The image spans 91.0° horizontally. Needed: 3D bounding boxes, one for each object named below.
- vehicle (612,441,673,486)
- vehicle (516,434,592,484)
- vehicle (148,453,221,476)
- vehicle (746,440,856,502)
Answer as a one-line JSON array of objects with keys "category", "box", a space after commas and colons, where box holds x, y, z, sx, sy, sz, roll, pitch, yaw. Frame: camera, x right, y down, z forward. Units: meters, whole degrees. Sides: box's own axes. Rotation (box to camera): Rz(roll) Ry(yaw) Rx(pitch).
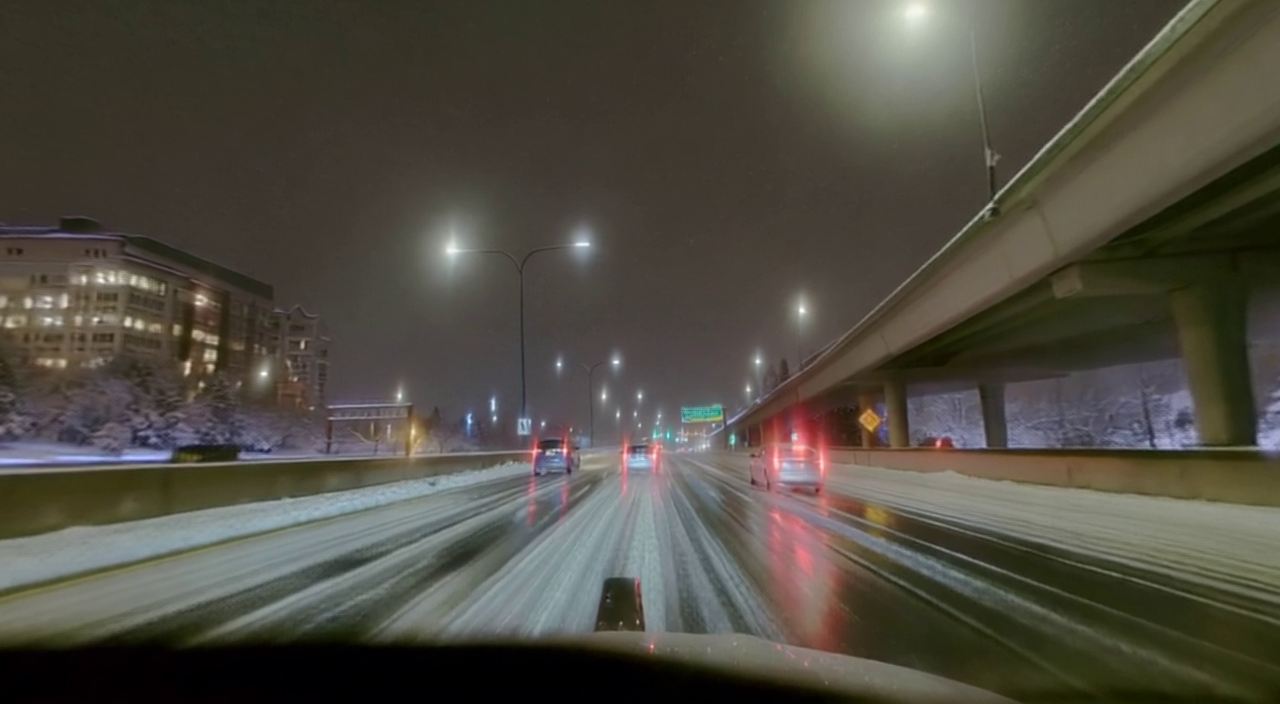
[{"category": "vehicle", "box": [0.156, 4.142, 23.719, 2.089, 1.493, 3.964, 0, -8, 2]}, {"category": "vehicle", "box": [-3.333, 4.248, 25.354, 2.142, 1.819, 4.648, 0, -9, 3]}, {"category": "vehicle", "box": [-32.371, 7.983, 44.884, 1.772, 1.487, 4.348, 0, -9, 3]}, {"category": "vehicle", "box": [4.263, 3.204, 17.380, 1.974, 1.490, 3.994, 0, -9, 0]}]
